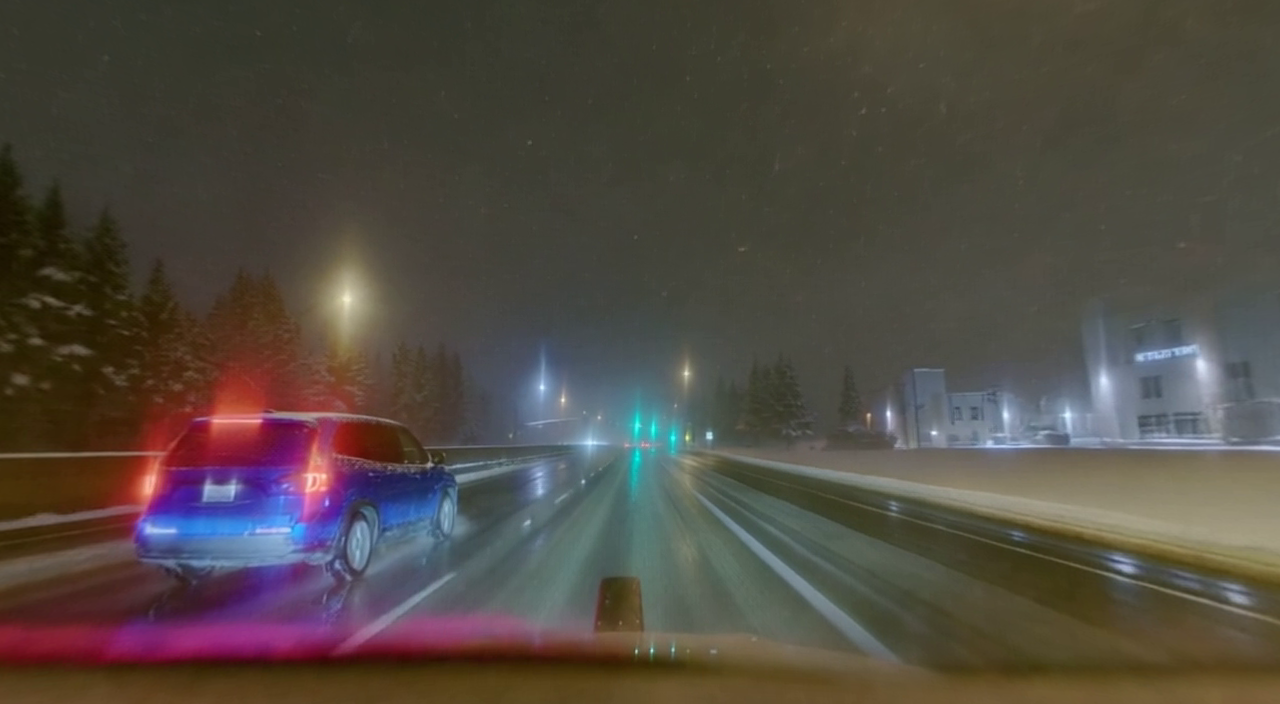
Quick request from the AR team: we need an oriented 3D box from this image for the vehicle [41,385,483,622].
[{"bbox_3d":[-3.317,1.430,6.894,2.033,1.713,4.503,0,-8,0],"label":"vehicle"}]
